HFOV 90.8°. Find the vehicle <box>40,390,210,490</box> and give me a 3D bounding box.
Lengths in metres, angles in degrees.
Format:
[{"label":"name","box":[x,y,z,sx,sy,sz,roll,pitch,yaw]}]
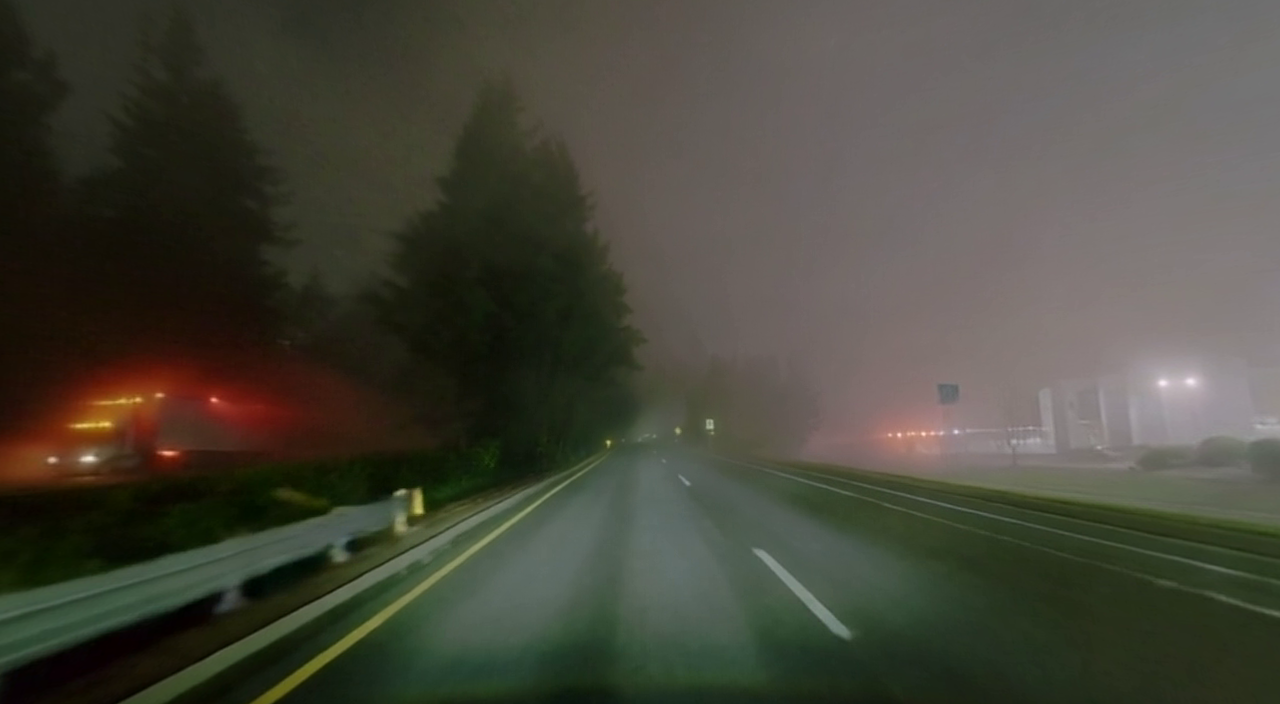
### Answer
[{"label":"vehicle","box":[-17.388,2.981,21.687,2.575,2.950,4.003,-3,-7,-3]}]
